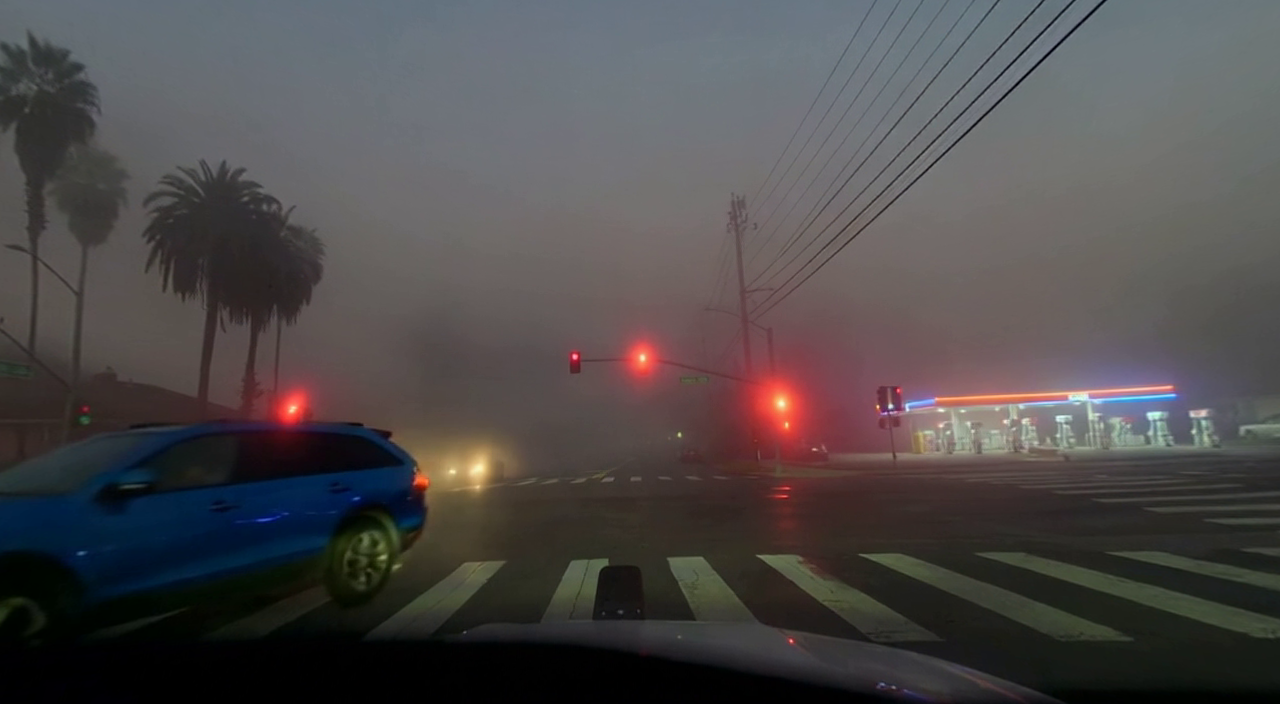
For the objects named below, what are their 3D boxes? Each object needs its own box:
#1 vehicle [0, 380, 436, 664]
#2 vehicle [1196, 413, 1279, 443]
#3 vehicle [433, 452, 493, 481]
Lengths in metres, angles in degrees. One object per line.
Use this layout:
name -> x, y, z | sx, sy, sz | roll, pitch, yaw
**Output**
vehicle -> -4.476, 1.330, 5.635 | 1.952, 1.817, 5.086 | -5, -10, 27
vehicle -> 38.299, 4.798, 39.970 | 4.488, 1.447, 1.765 | -5, -8, -1
vehicle -> -9.812, 6.353, 35.412 | 2.085, 1.451, 4.311 | 0, -9, 0
